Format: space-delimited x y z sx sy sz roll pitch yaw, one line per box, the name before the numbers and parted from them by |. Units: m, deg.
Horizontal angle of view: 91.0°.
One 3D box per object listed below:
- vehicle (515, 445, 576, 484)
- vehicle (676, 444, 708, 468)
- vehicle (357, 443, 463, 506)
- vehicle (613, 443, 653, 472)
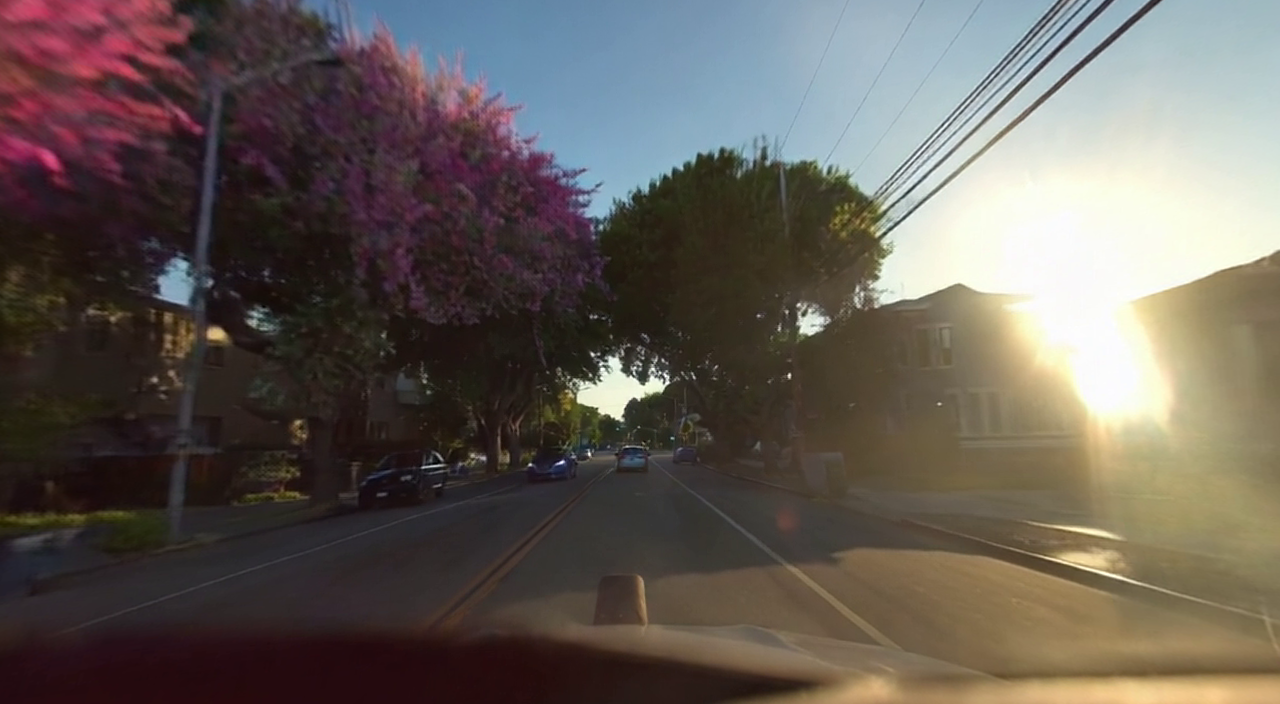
vehicle | -3.995 4.841 27.386 2.022 1.534 4.320 0 -8 -1
vehicle | 3.795 7.684 46.748 1.895 1.640 4.090 0 -8 -1
vehicle | -7.695 4.171 21.596 2.022 1.795 4.337 -3 -10 0
vehicle | -0.381 5.849 35.100 2.104 1.500 3.815 0 -8 -1
